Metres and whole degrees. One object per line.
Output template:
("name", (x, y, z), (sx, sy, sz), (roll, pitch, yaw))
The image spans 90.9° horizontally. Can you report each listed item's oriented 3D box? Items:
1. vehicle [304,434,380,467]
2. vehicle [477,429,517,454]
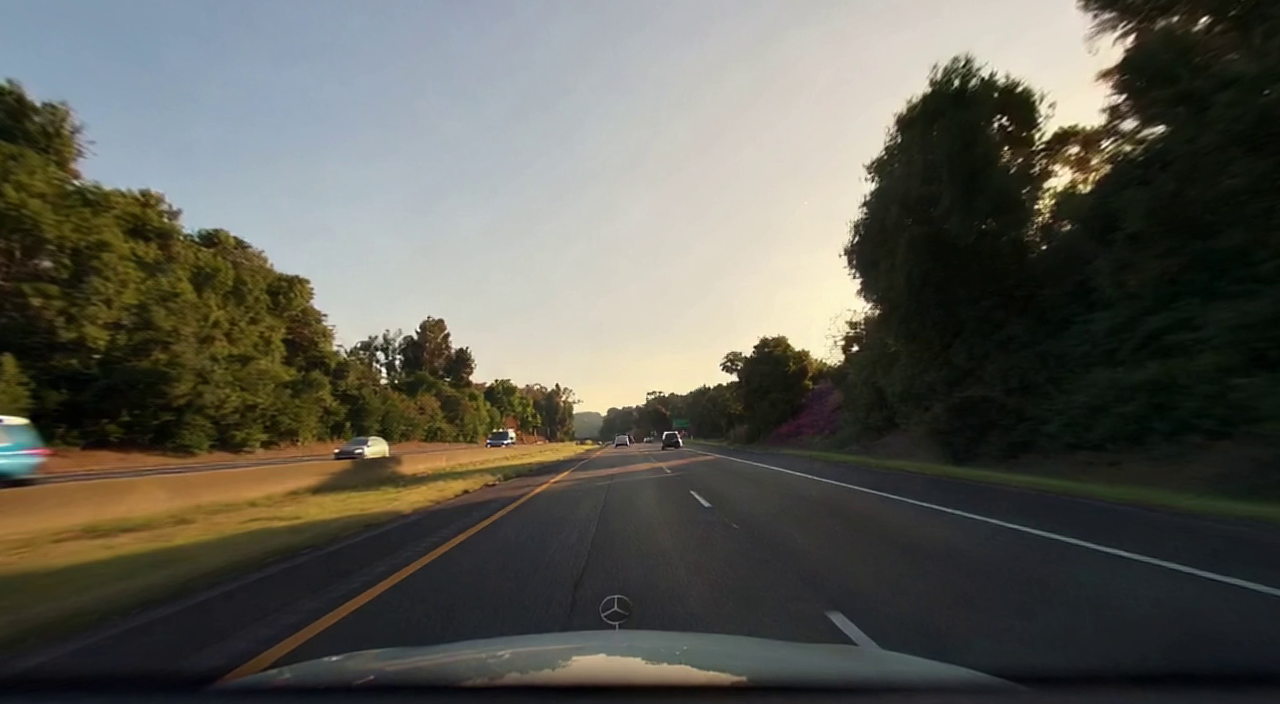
("vehicle", (-14.607, 4.820, 31.190), (1.836, 1.477, 4.096), (0, -8, -1))
("vehicle", (-10.210, 6.399, 45.227), (1.997, 1.729, 4.143), (0, -8, -1))
